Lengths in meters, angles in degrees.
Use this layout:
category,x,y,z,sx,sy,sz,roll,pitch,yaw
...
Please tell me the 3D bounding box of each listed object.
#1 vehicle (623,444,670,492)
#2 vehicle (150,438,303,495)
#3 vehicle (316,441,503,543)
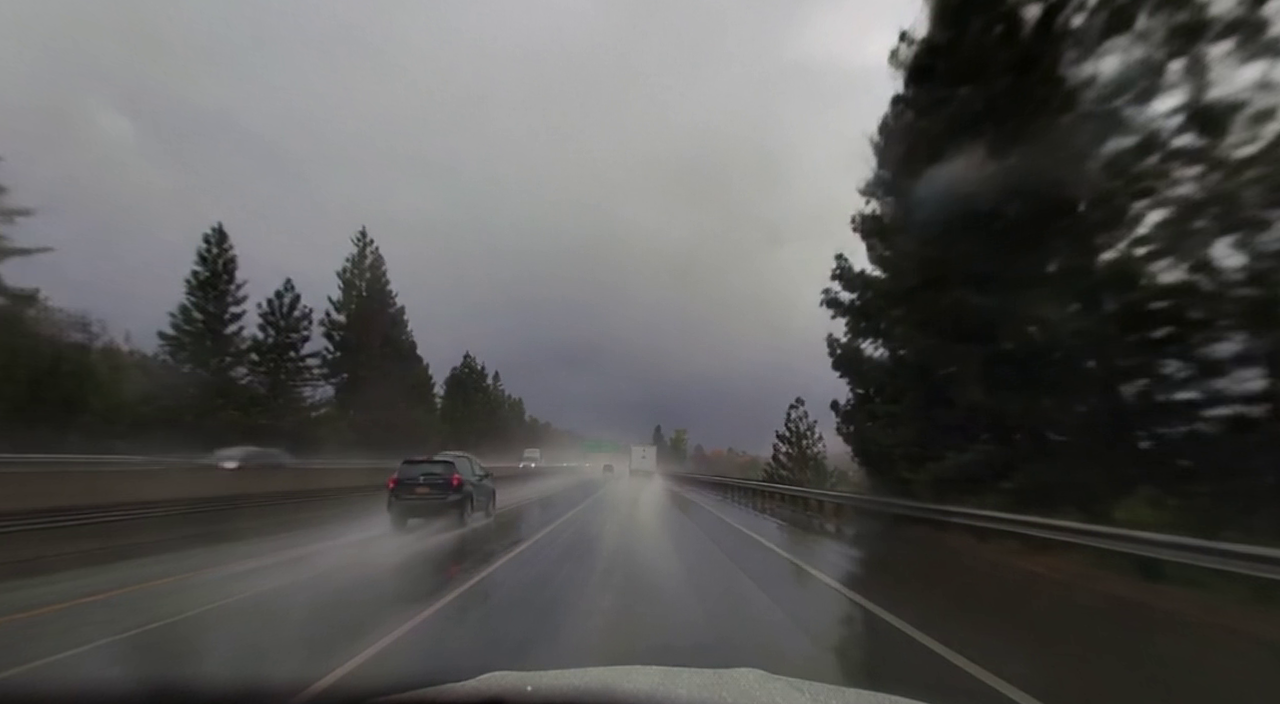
category,x,y,z,sx,sy,sz,roll,pitch,yaw
vehicle,0.296,6.791,36.858,2.482,2.549,5.447,1,-11,-1
vehicle,-12.689,3.594,19.714,1.995,1.543,4.047,1,-11,0
vehicle,-4.170,2.644,12.233,2.100,1.605,3.883,1,-11,0
